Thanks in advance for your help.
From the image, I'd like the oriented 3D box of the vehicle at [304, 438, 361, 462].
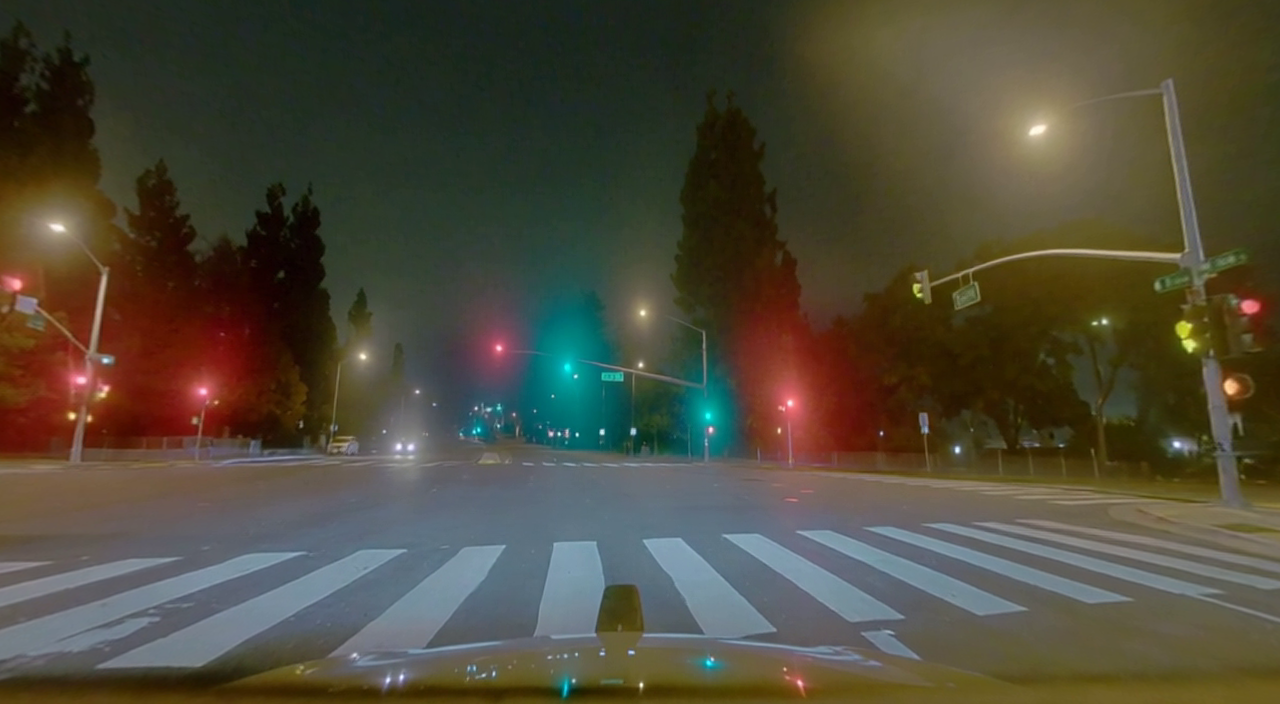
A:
[{"bbox_3d":[-19.771,6.328,40.819,1.918,1.432,4.433,1,-9,-7],"label":"vehicle"}]
